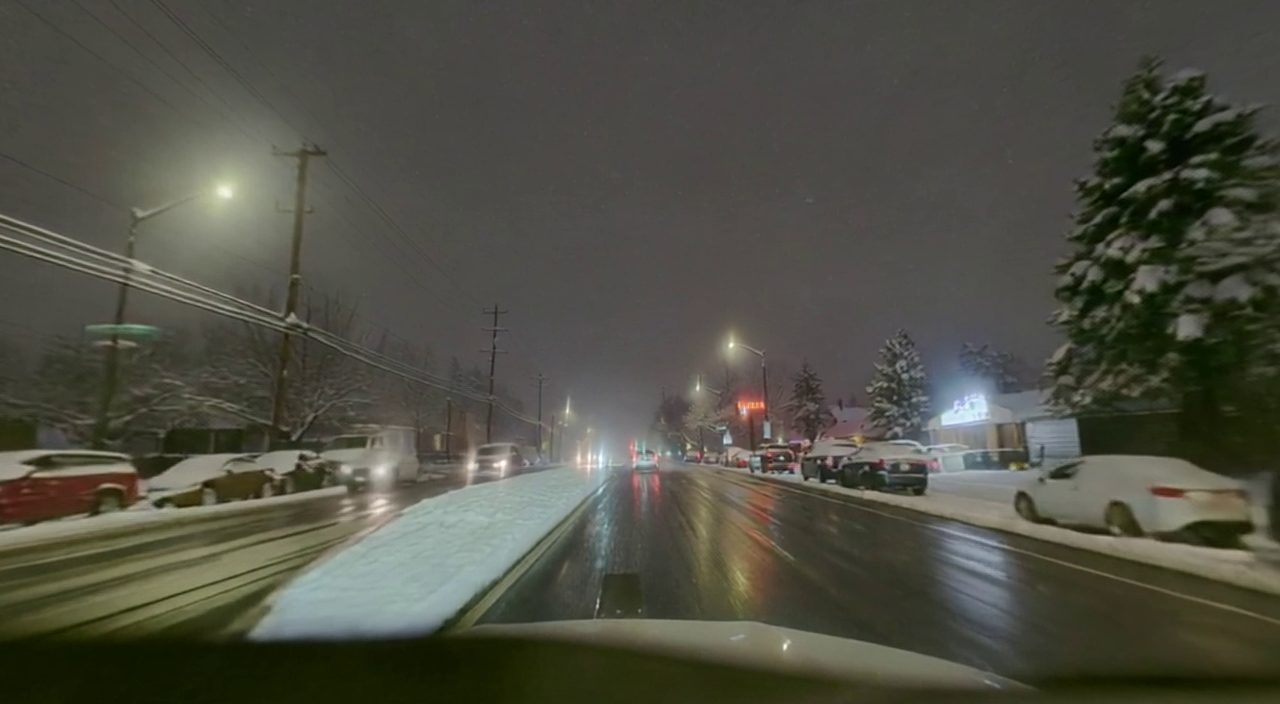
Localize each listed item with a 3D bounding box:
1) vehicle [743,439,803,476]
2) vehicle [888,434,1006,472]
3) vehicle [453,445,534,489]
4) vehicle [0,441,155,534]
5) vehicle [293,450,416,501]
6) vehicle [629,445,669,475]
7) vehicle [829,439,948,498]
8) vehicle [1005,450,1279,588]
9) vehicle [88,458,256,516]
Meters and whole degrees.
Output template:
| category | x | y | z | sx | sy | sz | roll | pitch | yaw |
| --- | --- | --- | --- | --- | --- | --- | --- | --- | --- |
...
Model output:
| category | x | y | z | sx | sy | sz | roll | pitch | yaw |
| --- | --- | --- | --- | --- | --- | --- | --- | --- | --- |
| vehicle | 7.833 | 6.263 | 37.848 | 2.370 | 2.022 | 5.918 | 0 | -8 | 1 |
| vehicle | 15.397 | 5.088 | 31.912 | 4.698 | 1.815 | 2.342 | 0 | -8 | 1 |
| vehicle | -5.958 | 4.711 | 26.349 | 2.213 | 1.626 | 4.736 | 0 | -8 | 1 |
| vehicle | -14.074 | 2.918 | 13.693 | 2.367 | 1.849 | 5.874 | -2 | -8 | 2 |
| vehicle | -9.605 | 4.160 | 21.753 | 2.060 | 1.507 | 4.532 | 0 | -8 | 1 |
| vehicle | 0.477 | 6.038 | 35.513 | 2.067 | 1.547 | 4.513 | 0 | -8 | 0 |
| vehicle | 8.044 | 3.782 | 21.013 | 2.003 | 1.723 | 4.654 | 0 | -8 | 0 |
| vehicle | 7.661 | 2.172 | 9.195 | 1.874 | 1.437 | 4.593 | 0 | -8 | -1 |
| vehicle | -14.111 | 4.044 | 19.457 | 1.795 | 1.462 | 4.466 | 0 | -8 | -1 |
